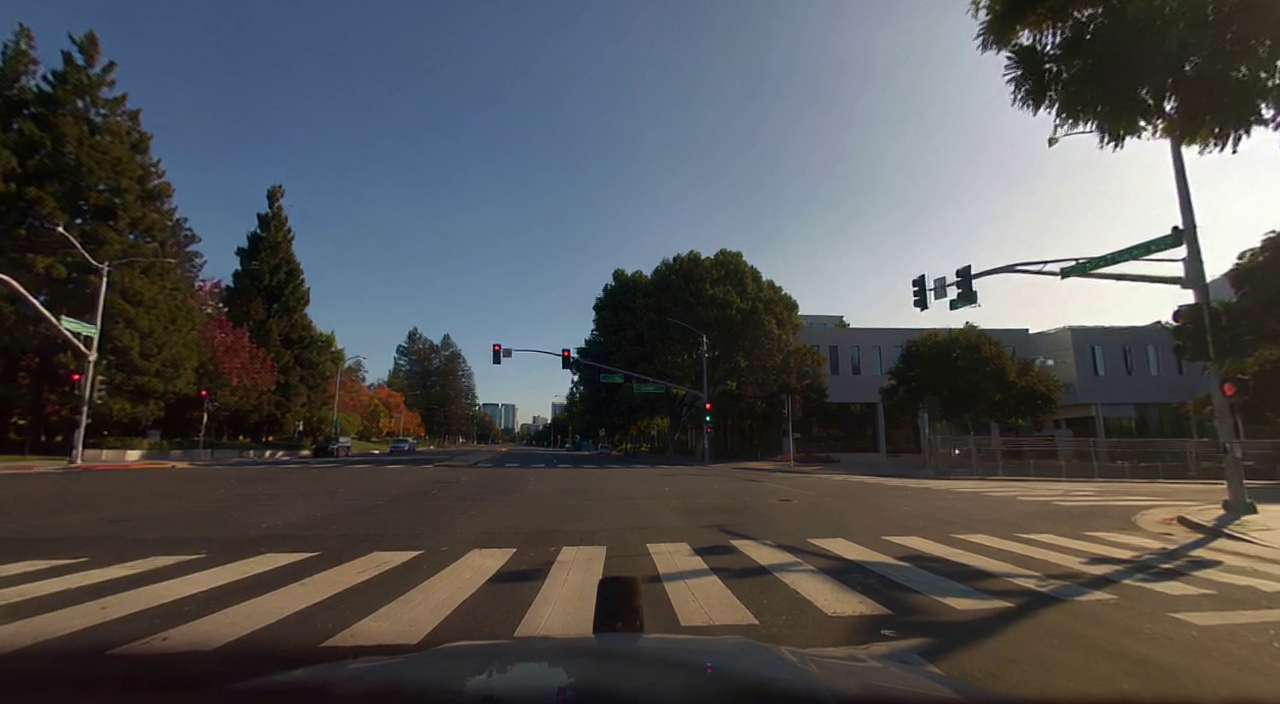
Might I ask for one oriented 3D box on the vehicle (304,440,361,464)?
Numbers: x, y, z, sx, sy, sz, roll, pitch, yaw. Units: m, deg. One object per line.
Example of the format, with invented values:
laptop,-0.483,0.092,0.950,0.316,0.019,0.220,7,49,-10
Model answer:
vehicle,-19.726,6.451,40.723,1.918,1.432,4.433,1,-9,-8
